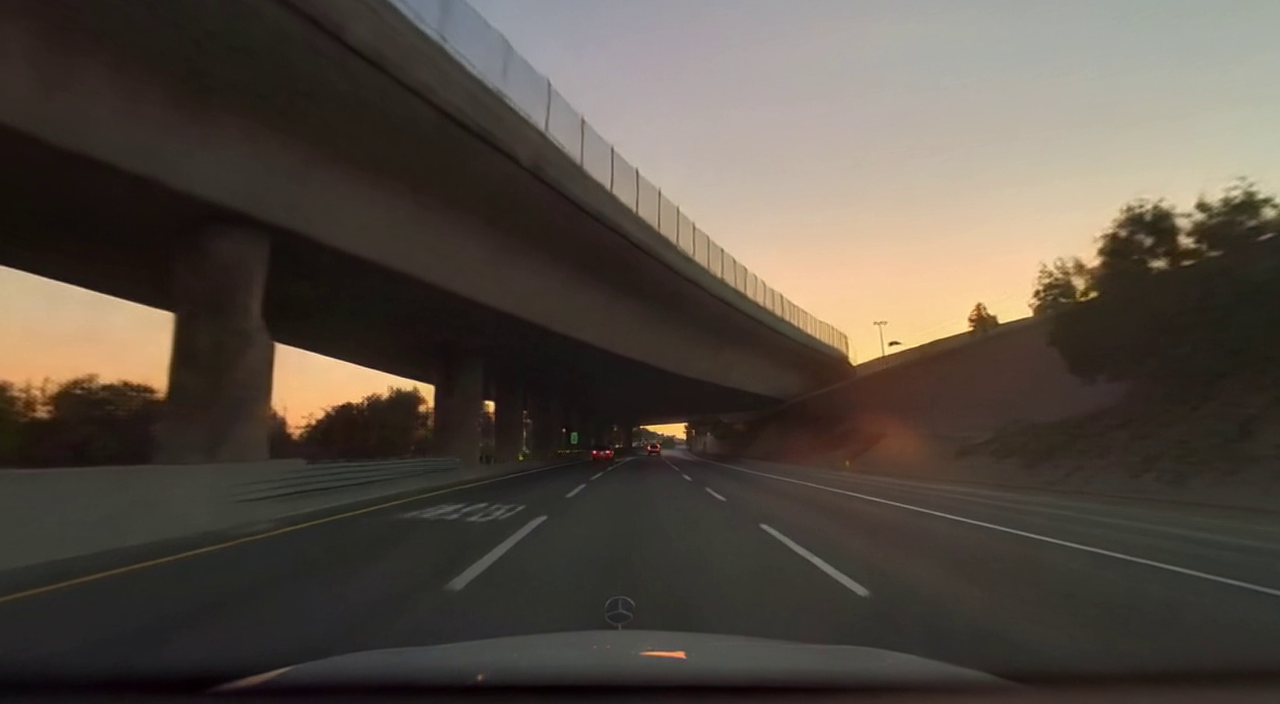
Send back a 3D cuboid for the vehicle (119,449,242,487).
[{"bbox_3d":[-20.310,5.109,28.073,1.866,1.510,4.728,0,-9,1],"label":"vehicle"}]
